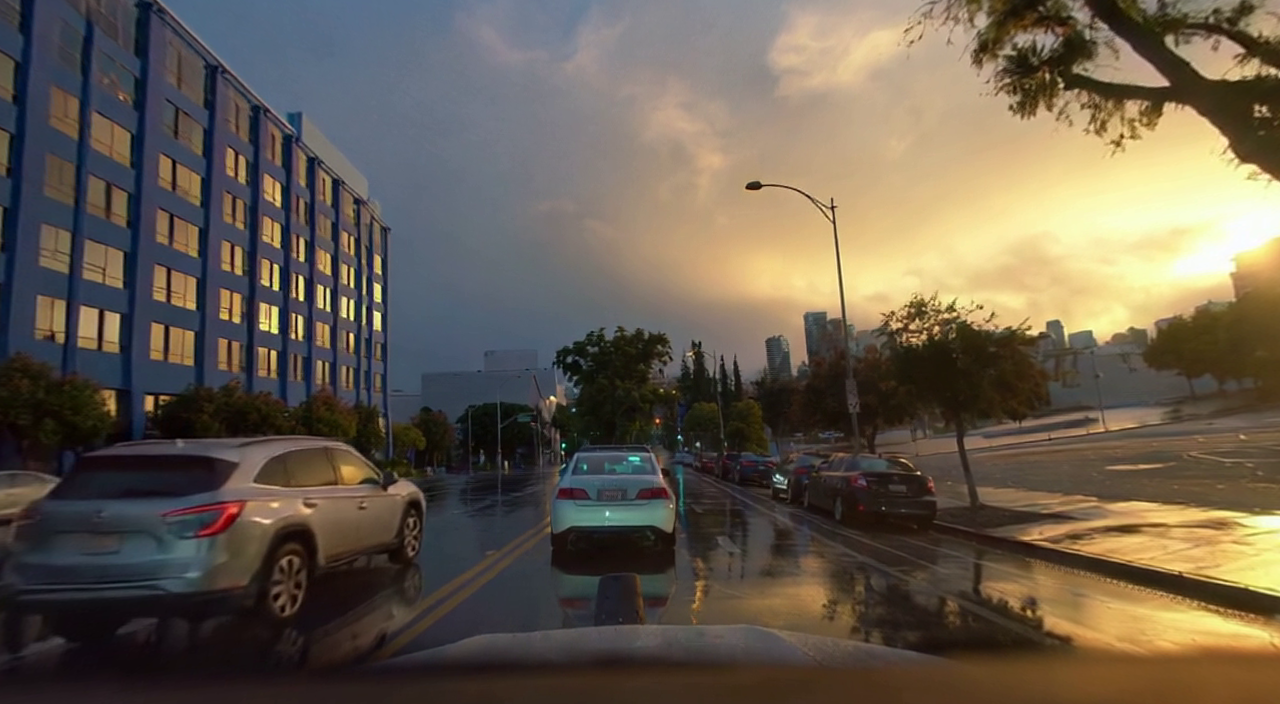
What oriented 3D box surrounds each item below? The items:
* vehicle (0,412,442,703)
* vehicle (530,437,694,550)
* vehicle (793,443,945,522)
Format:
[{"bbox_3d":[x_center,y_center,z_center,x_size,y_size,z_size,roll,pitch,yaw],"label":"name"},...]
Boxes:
[{"bbox_3d":[-3.508,1.439,5.593,1.934,1.548,4.635,0,-9,1],"label":"vehicle"},{"bbox_3d":[-0.383,2.241,10.679,2.230,1.518,4.113,0,-9,0],"label":"vehicle"},{"bbox_3d":[4.912,2.823,14.217,1.832,1.491,4.054,1,-9,-1],"label":"vehicle"}]
